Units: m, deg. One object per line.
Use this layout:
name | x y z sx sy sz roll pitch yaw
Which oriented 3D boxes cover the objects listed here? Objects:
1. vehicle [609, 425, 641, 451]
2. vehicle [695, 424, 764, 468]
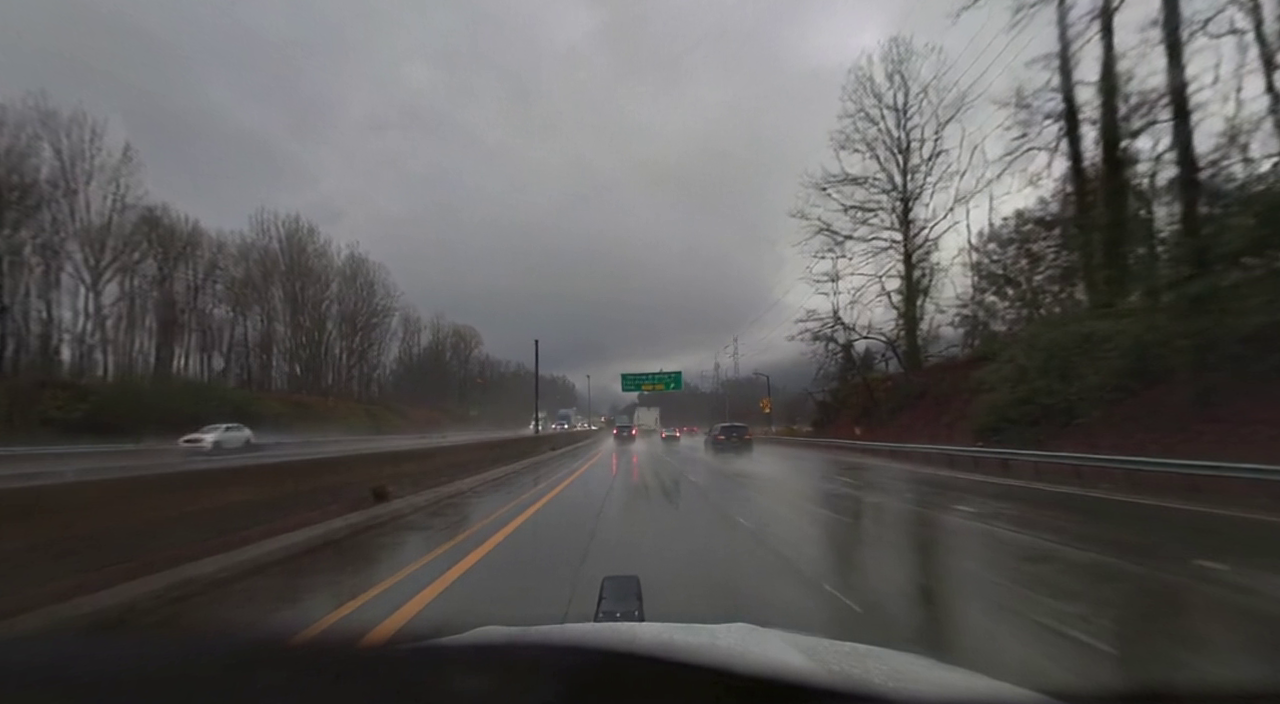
vehicle | -0.982 5.678 41.452 2.019 1.642 3.790 0 -8 -1
vehicle | 3.412 3.657 24.695 2.062 1.581 3.914 0 -8 -1
